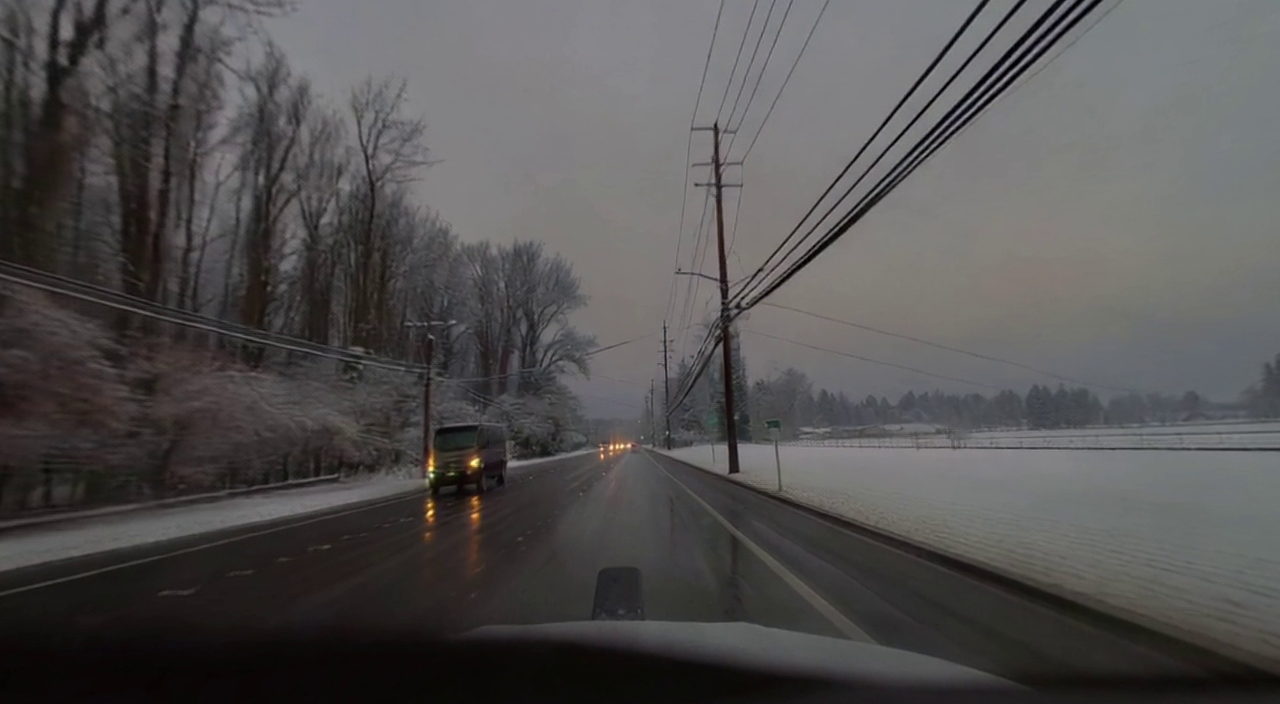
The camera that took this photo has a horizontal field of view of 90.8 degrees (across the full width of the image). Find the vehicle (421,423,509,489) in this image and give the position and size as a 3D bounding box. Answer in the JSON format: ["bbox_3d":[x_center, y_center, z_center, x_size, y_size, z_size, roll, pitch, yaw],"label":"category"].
[{"bbox_3d":[-8.113,4.797,29.988,2.351,2.696,6.106,-2,-7,1],"label":"vehicle"}]
